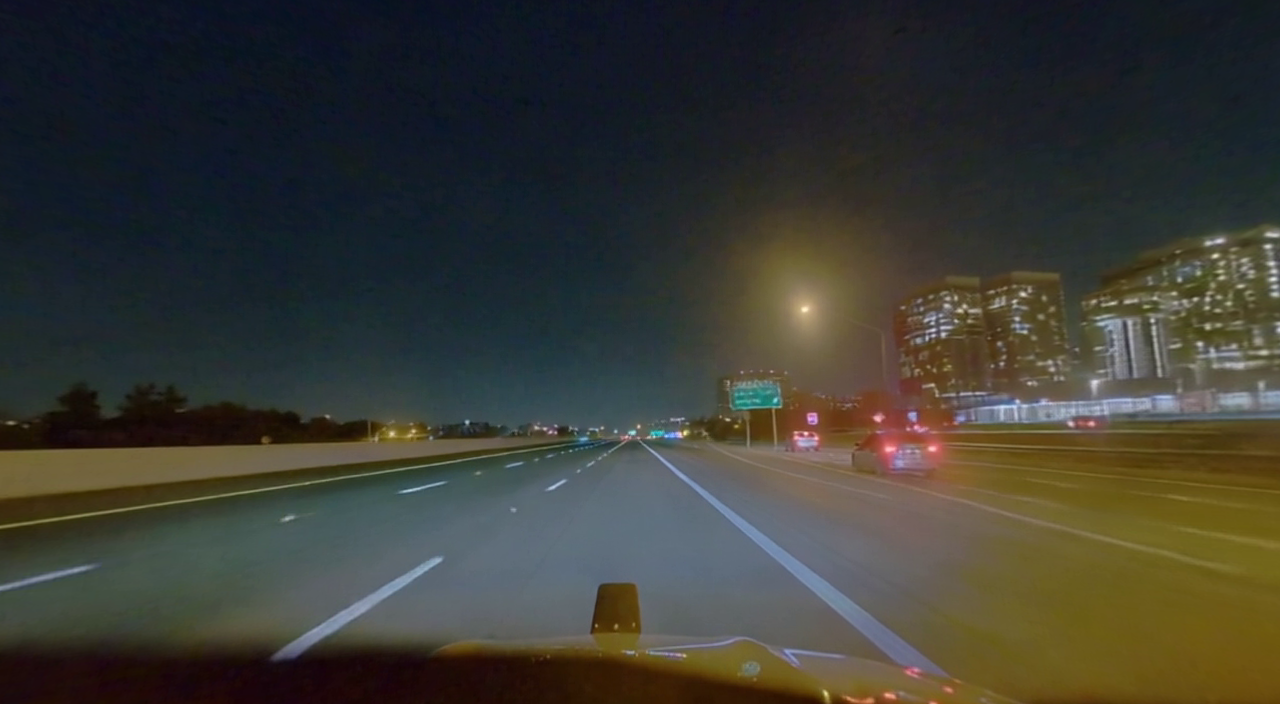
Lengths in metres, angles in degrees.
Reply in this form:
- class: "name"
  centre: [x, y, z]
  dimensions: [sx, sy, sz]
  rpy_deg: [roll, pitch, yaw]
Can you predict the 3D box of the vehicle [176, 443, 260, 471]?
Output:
- class: "vehicle"
  centre: [-24.631, 6.116, 36.922]
  dimensions: [1.868, 1.503, 4.441]
  rpy_deg: [0, -8, 0]
